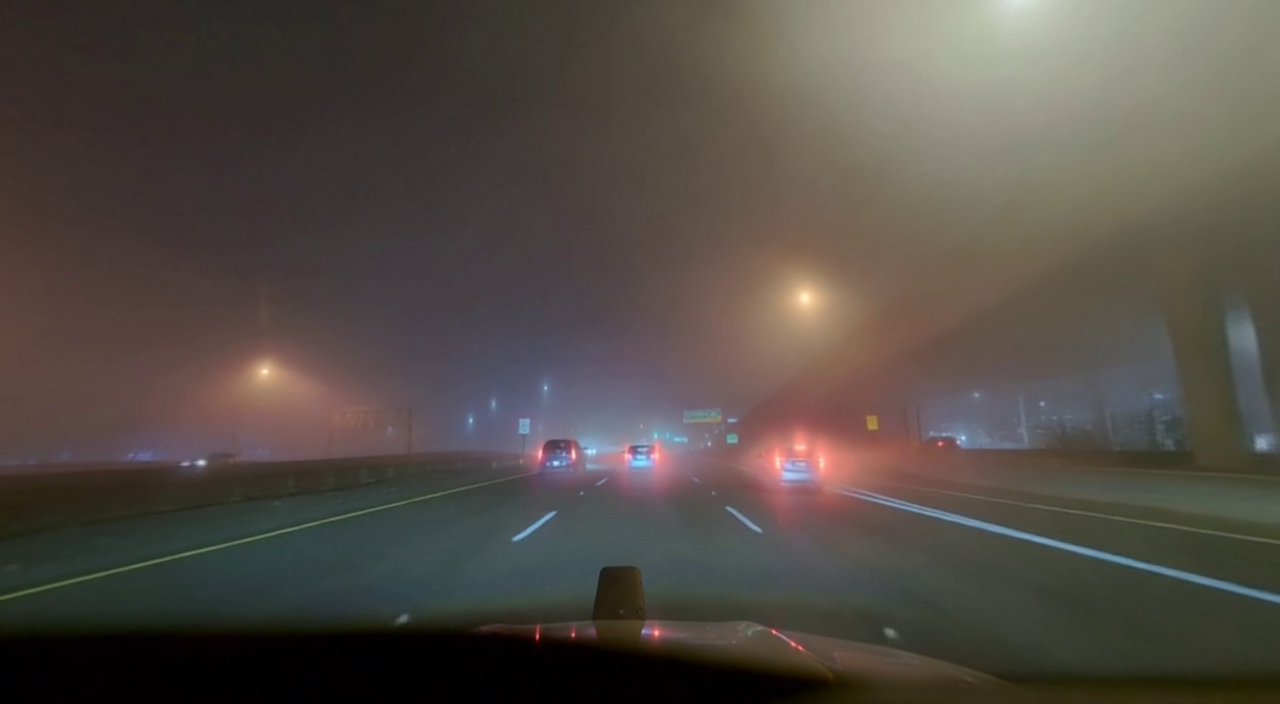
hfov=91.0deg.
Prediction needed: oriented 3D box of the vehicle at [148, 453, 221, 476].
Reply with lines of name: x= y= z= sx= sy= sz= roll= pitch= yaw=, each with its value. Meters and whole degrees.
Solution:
vehicle: x=-32.371 y=7.983 z=44.884 sx=1.772 sy=1.487 sz=4.348 roll=0 pitch=-9 yaw=3

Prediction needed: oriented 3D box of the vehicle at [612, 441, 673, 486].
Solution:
vehicle: x=0.156 y=4.142 z=23.719 sx=2.089 sy=1.493 sz=3.964 roll=0 pitch=-8 yaw=2

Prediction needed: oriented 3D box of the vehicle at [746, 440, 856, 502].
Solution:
vehicle: x=4.263 y=3.204 z=17.380 sx=1.974 sy=1.490 sz=3.994 roll=0 pitch=-9 yaw=0

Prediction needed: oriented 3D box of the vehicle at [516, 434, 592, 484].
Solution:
vehicle: x=-3.333 y=4.248 z=25.354 sx=2.142 sy=1.819 sz=4.648 roll=0 pitch=-9 yaw=3
